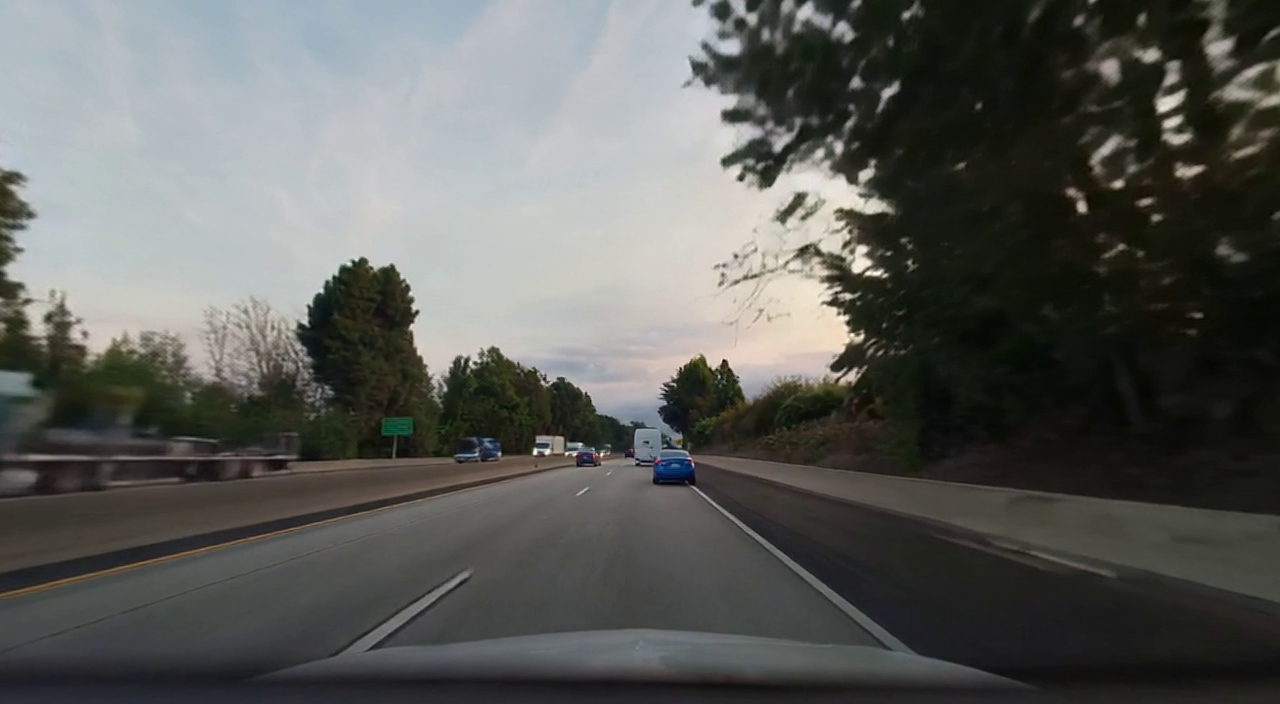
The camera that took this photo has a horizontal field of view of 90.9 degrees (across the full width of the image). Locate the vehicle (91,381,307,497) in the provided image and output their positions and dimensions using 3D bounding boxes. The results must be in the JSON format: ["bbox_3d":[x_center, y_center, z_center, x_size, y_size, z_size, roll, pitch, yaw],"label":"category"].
[{"bbox_3d":[-17.568,3.646,26.138,2.860,4.038,8.120,0,-9,0],"label":"vehicle"}]

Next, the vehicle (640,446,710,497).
[{"bbox_3d":[1.034,3.792,20.325,2.012,1.485,3.649,0,-9,0],"label":"vehicle"}]

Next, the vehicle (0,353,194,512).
[{"bbox_3d":[-17.628,2.190,16.957,3.035,3.965,10.967,0,-9,1],"label":"vehicle"}]

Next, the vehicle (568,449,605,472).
[{"bbox_3d":[-3.701,7.646,44.737,2.100,1.514,4.794,0,-9,1],"label":"vehicle"}]
